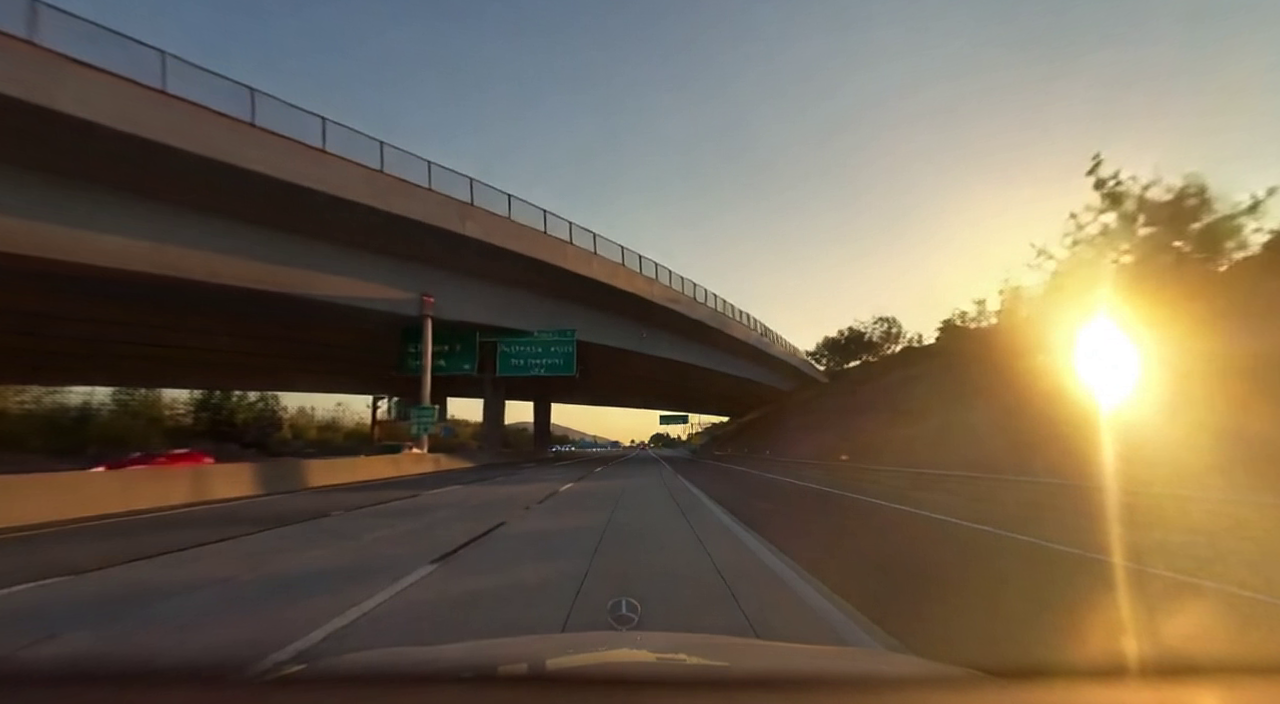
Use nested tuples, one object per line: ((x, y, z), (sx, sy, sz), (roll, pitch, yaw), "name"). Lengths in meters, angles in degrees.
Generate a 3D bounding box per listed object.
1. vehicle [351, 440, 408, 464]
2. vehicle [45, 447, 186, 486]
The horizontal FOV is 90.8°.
((-17.857, 6.874, 43.518), (1.925, 1.533, 4.589), (-1, -8, 1), "vehicle")
((-21.847, 4.768, 26.594), (1.912, 1.452, 4.667), (0, -8, 0), "vehicle")
